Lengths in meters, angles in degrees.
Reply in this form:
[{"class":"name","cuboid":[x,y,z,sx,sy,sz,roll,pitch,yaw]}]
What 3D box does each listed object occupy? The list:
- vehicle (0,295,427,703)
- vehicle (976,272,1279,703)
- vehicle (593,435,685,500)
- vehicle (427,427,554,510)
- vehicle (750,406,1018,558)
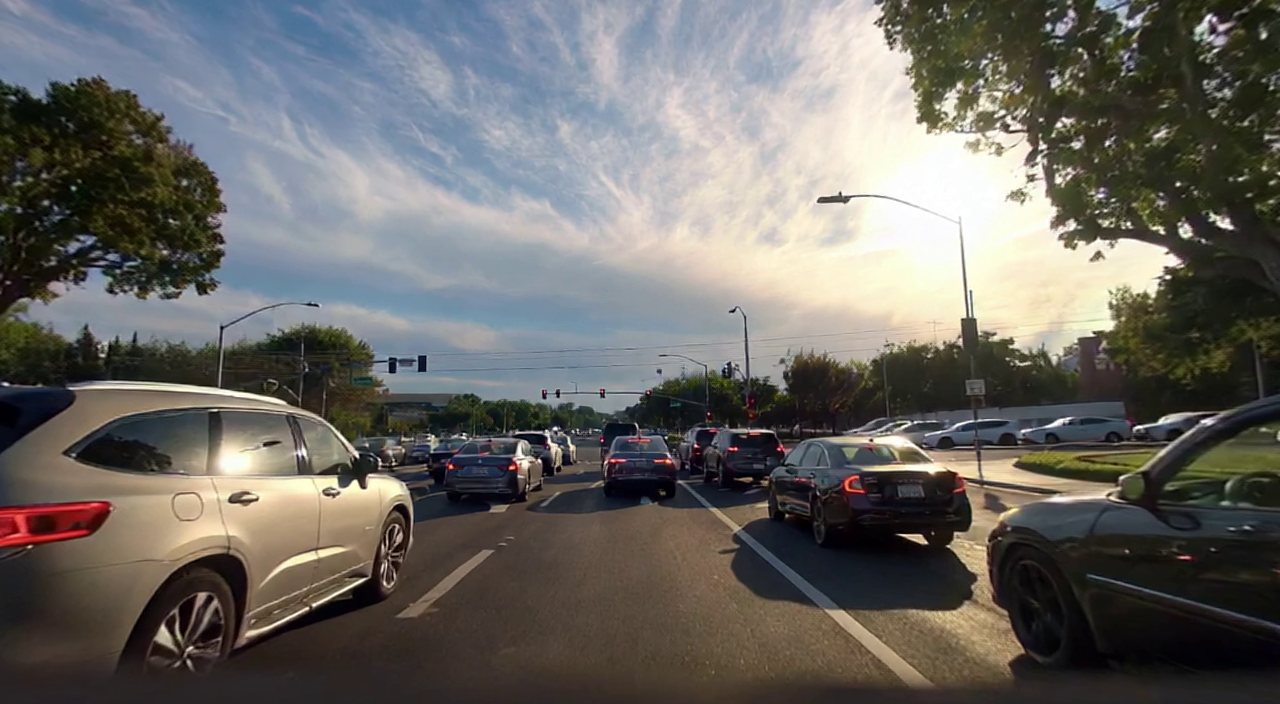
[{"class":"vehicle","cuboid":[-3.227,1.012,4.209,2.079,1.756,4.676,0,-8,-2]},{"class":"vehicle","cuboid":[3.344,0.561,1.672,2.111,1.839,4.857,0,-8,-1]},{"class":"vehicle","cuboid":[-0.088,2.866,16.024,2.076,1.438,3.770,0,-8,-2]},{"class":"vehicle","cuboid":[-3.135,2.531,14.128,1.896,1.546,4.378,0,-8,-2]},{"class":"vehicle","cuboid":[3.129,1.771,9.311,2.074,1.685,4.387,0,-8,-2]}]
